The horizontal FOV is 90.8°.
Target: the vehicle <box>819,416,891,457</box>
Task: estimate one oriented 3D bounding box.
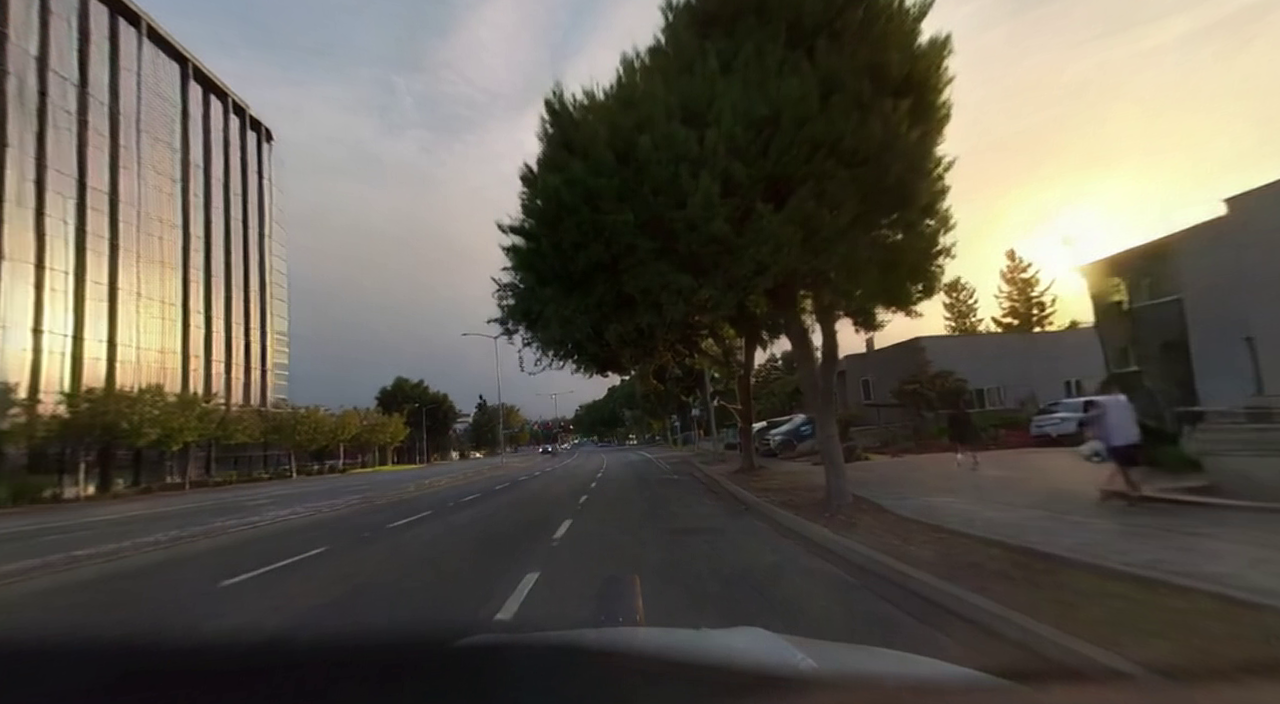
[{"bbox_3d":[8.740,3.499,26.001,1.842,1.535,3.638,0,-8,3],"label":"vehicle"}]

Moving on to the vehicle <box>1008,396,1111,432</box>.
[{"bbox_3d":[19.777,3.024,30.046,1.890,1.492,4.494,0,-8,2],"label":"vehicle"}]

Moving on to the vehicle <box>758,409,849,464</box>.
[{"bbox_3d":[6.391,3.432,25.411,2.160,1.944,5.086,0,-8,-2],"label":"vehicle"}]
